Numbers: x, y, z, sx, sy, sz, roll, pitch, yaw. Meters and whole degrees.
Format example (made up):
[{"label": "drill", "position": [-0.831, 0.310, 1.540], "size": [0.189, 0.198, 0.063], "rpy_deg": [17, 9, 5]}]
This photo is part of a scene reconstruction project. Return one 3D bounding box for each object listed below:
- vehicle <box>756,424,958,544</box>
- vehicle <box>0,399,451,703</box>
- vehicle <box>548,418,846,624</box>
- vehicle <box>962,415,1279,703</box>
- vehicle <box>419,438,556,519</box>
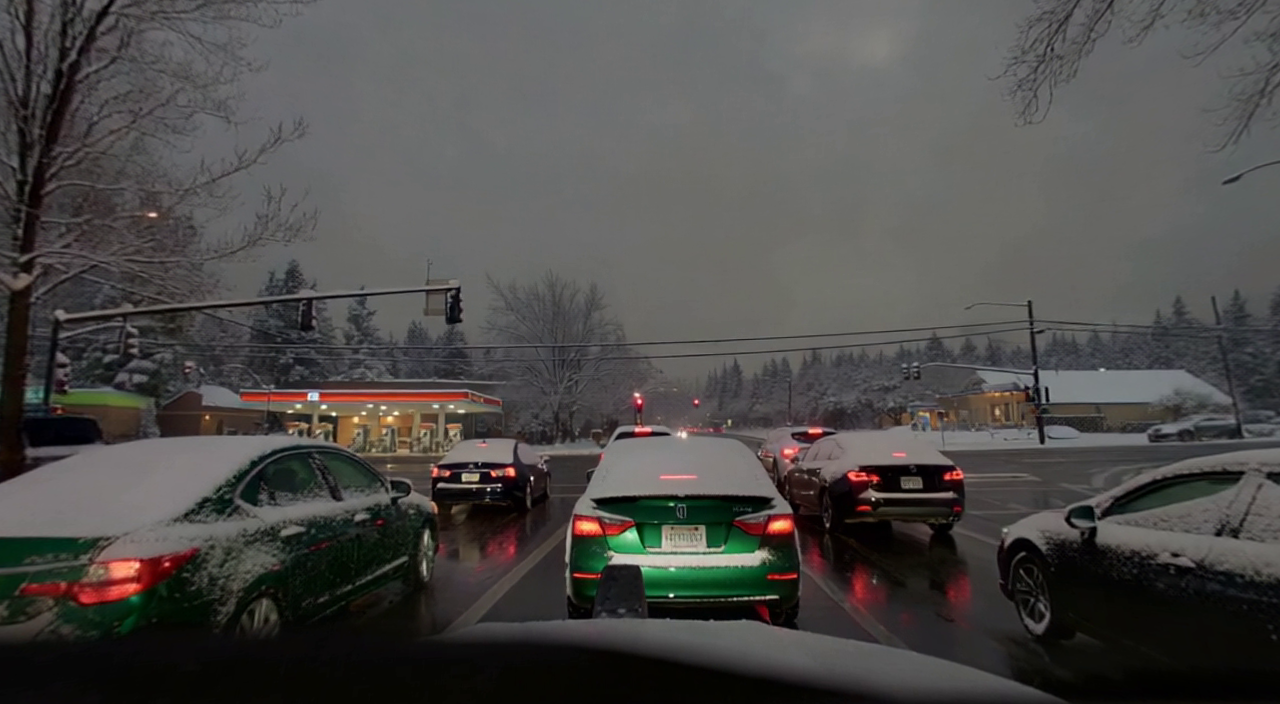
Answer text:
[{"label": "vehicle", "position": [3.377, 2.127, 10.792], "size": [1.947, 1.630, 4.127], "rpy_deg": [0, -9, 0]}, {"label": "vehicle", "position": [-3.008, 1.256, 4.608], "size": [1.887, 1.493, 4.255], "rpy_deg": [0, -9, 0]}, {"label": "vehicle", "position": [0.373, 1.587, 6.931], "size": [2.220, 1.507, 4.317], "rpy_deg": [0, -9, -1]}, {"label": "vehicle", "position": [4.174, 1.142, 3.638], "size": [1.950, 1.497, 4.686], "rpy_deg": [0, -9, -3]}, {"label": "vehicle", "position": [-3.079, 2.641, 13.694], "size": [1.867, 1.474, 4.237], "rpy_deg": [0, -9, 0]}]
